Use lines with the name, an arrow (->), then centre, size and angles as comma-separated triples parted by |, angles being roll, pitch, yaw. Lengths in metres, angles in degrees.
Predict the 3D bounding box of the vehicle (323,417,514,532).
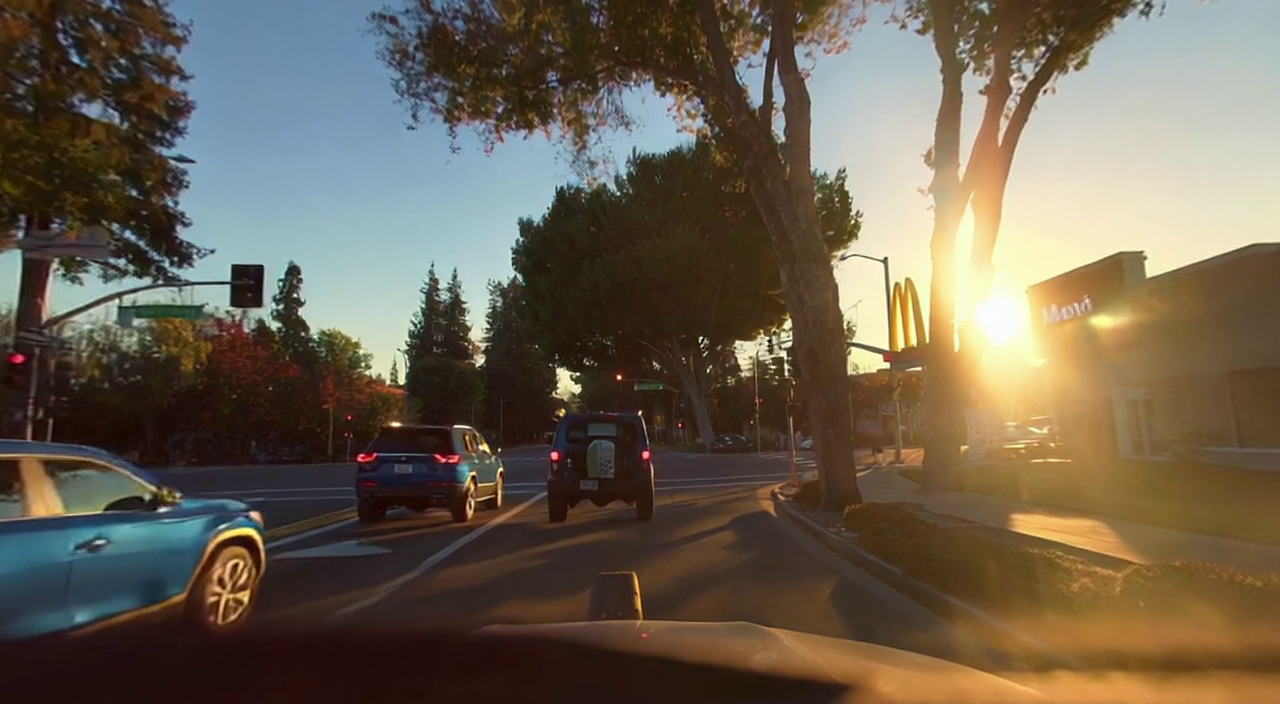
vehicle -> -3.987, 2.283, 12.378 | 2.130, 1.819, 4.497 | 0, -8, -1

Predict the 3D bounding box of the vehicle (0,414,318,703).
vehicle -> -3.910, 1.110, 3.437 | 1.941, 1.479, 4.541 | 0, -8, -1

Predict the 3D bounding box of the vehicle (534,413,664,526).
vehicle -> -0.781, 2.369, 13.260 | 2.224, 1.923, 4.643 | 0, -8, -2
